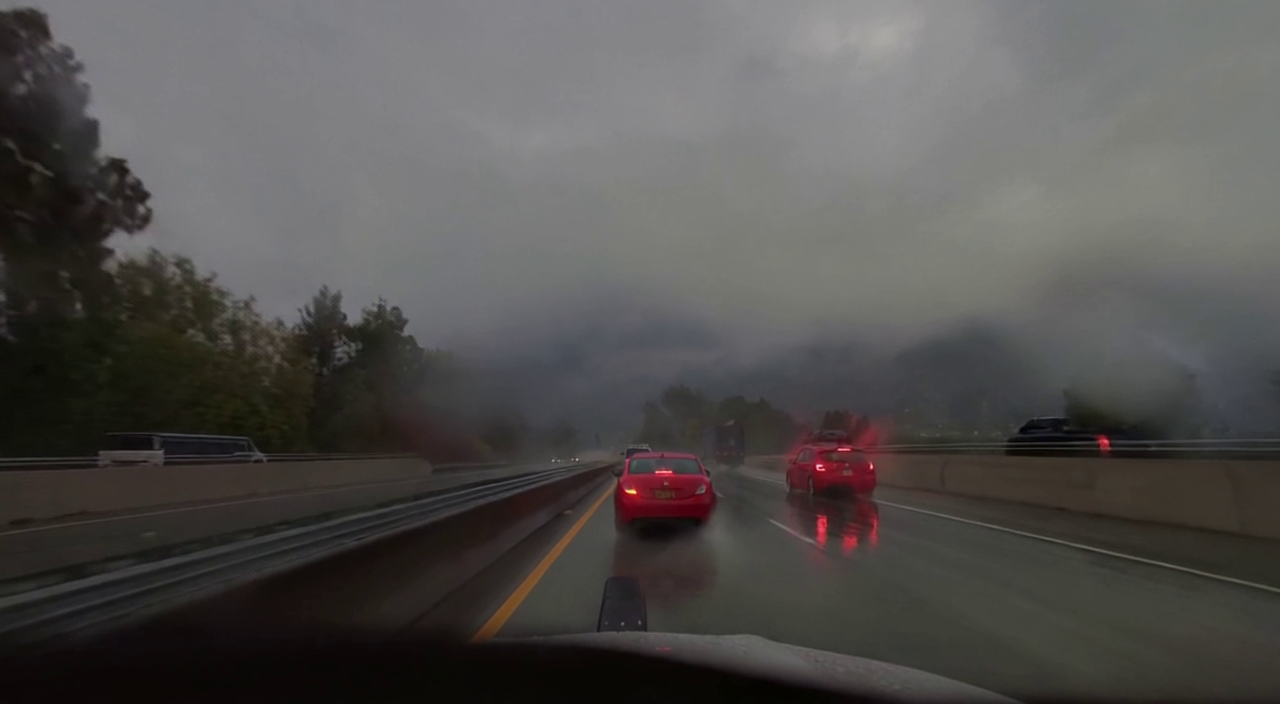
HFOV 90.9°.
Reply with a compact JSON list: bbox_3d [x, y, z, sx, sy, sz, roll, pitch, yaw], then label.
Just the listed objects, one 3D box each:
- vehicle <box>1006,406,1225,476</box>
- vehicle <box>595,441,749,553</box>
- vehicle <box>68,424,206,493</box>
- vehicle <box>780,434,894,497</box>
[{"bbox_3d":[31.511,6.212,43.403,2.822,3.996,14.073,1,-9,-7],"label":"vehicle"},{"bbox_3d":[0.407,2.261,10.462,2.076,1.485,3.774,0,-9,-1],"label":"vehicle"},{"bbox_3d":[-33.549,7.101,42.580,2.902,3.981,7.819,-3,-8,0],"label":"vehicle"},{"bbox_3d":[6.293,3.695,20.810,2.177,1.827,4.565,0,-9,-1],"label":"vehicle"}]
